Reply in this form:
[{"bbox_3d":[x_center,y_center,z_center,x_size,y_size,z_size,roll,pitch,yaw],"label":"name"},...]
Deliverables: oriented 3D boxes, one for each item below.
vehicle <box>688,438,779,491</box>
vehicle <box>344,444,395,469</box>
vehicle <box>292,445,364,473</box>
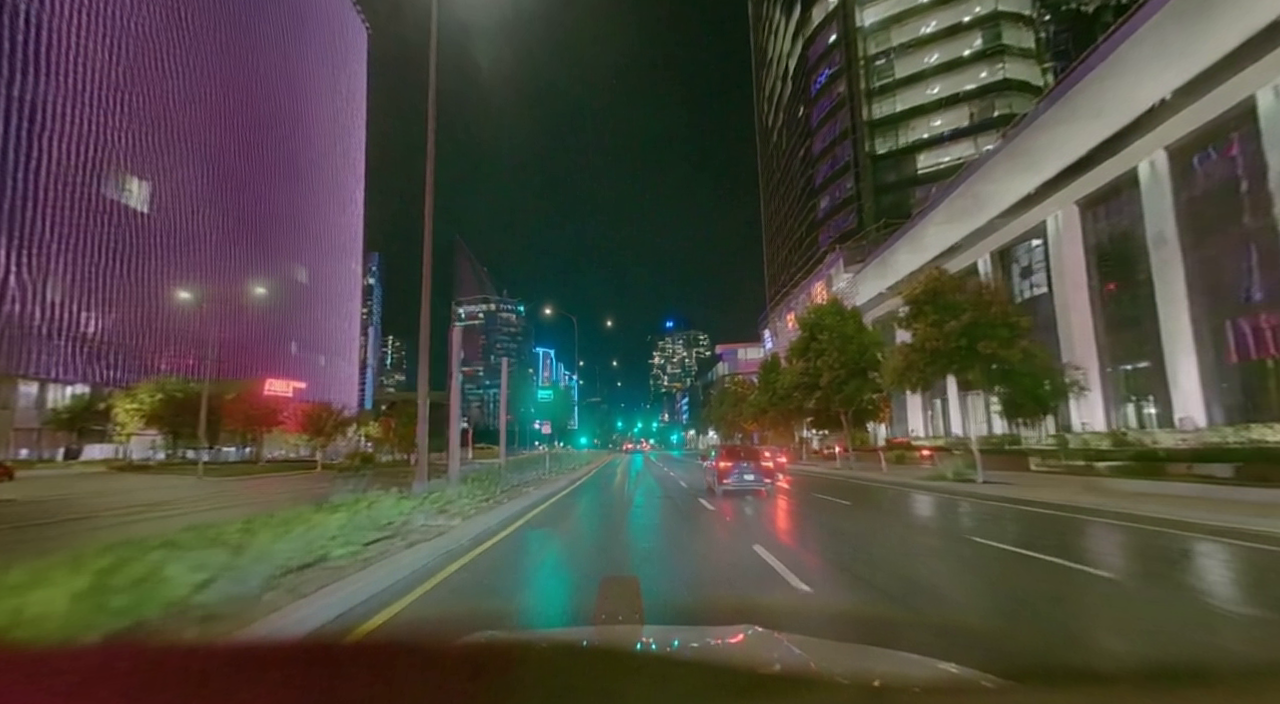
[{"bbox_3d":[2.815,3.540,20.220,2.131,1.491,4.496,0,-8,-1],"label":"vehicle"},{"bbox_3d":[-19.637,7.593,46.000,1.875,1.734,4.252,0,-8,-1],"label":"vehicle"},{"bbox_3d":[-19.649,6.732,40.064,1.977,1.687,4.909,0,-8,1],"label":"vehicle"}]
